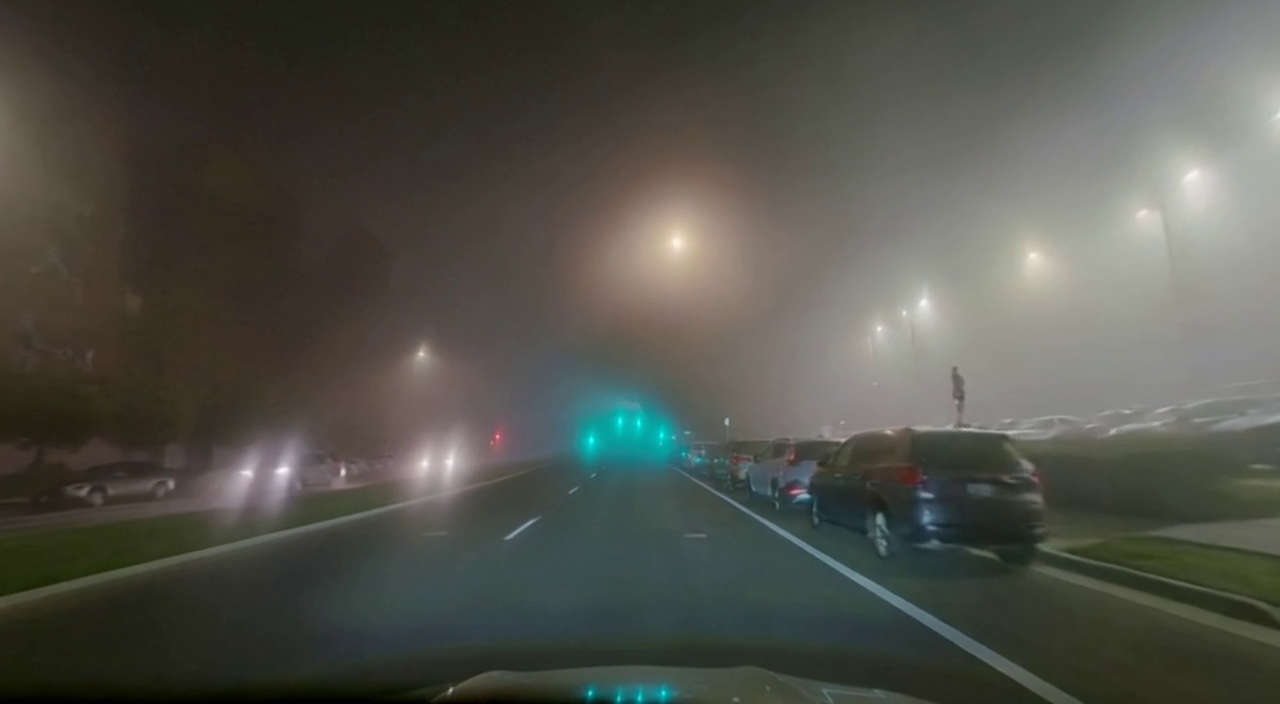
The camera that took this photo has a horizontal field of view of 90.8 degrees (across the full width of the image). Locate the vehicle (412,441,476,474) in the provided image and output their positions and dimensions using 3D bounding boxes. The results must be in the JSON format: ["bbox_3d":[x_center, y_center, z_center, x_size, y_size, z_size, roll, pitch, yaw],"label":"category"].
[{"bbox_3d":[-11.363,6.141,37.055,2.127,1.752,4.889,0,-8,1],"label":"vehicle"}]

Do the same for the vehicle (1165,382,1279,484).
[{"bbox_3d":[15.157,1.977,15.160,5.586,2.094,2.297,6,-8,-33],"label":"vehicle"}]

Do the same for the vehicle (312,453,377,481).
[{"bbox_3d":[-18.201,7.084,39.141,1.958,1.534,4.428,0,-8,-1],"label":"vehicle"}]

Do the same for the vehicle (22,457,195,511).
[{"bbox_3d":[-17.882,4.424,21.641,1.932,1.510,4.685,0,-8,-2],"label":"vehicle"}]

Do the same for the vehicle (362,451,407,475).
[{"bbox_3d":[-18.231,7.910,45.185,1.760,1.566,3.664,0,-8,-2],"label":"vehicle"}]

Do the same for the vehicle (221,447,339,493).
[{"bbox_3d":[-14.537,4.738,25.861,2.150,1.700,4.442,0,-8,0],"label":"vehicle"}]

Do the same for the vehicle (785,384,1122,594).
[{"bbox_3d":[3.395,1.574,8.063,1.935,1.920,4.397,0,-8,-1],"label":"vehicle"}]
